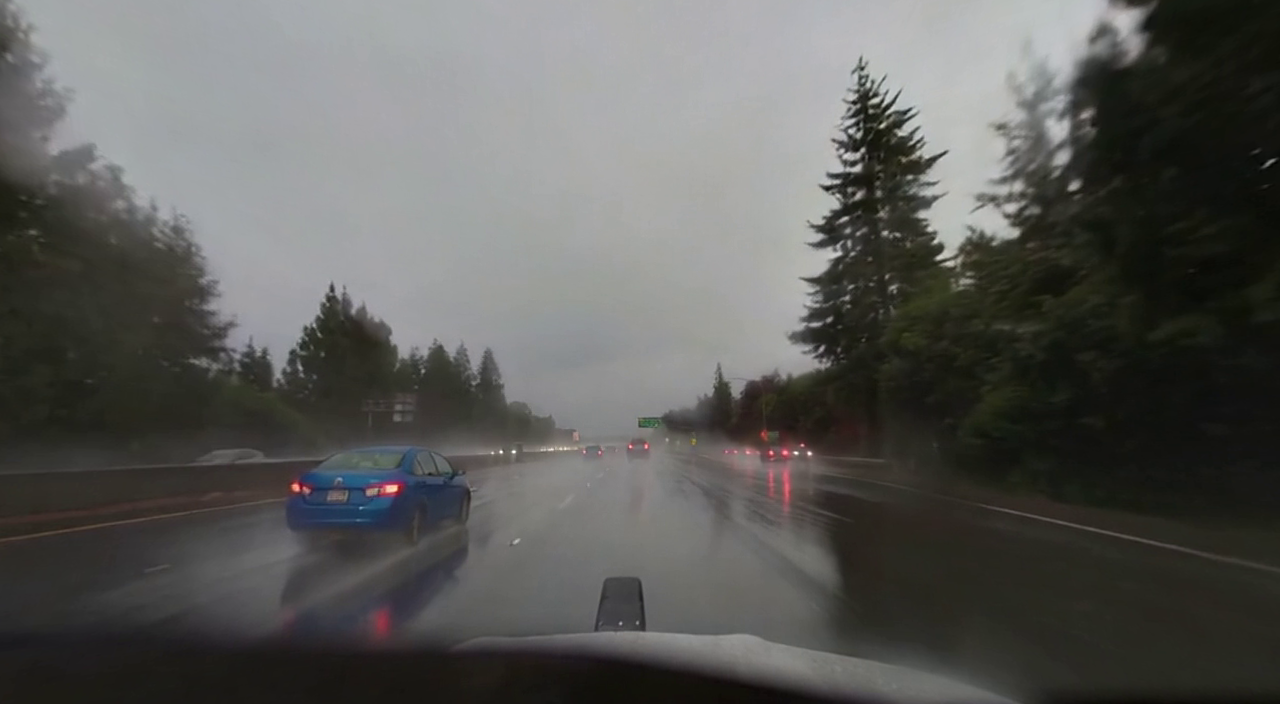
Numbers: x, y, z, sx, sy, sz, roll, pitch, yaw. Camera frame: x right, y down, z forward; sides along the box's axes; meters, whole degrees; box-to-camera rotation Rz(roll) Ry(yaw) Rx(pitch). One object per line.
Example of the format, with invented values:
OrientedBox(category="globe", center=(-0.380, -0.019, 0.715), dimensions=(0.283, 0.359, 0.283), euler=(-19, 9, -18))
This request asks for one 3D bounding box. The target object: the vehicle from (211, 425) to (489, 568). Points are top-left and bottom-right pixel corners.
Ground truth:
OrientedBox(category="vehicle", center=(-3.691, 1.908, 9.072), dimensions=(2.020, 1.554, 4.137), euler=(0, -9, 0))

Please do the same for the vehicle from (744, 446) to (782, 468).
OrientedBox(category="vehicle", center=(8.859, 7.585, 45.906), dimensions=(1.940, 1.496, 4.992), euler=(-1, -9, 3))

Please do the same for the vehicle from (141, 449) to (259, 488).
OrientedBox(category="vehicle", center=(-17.644, 4.652, 25.587), dimensions=(1.875, 1.426, 3.961), euler=(0, -9, 0))

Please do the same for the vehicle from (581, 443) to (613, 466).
OrientedBox(category="vehicle", center=(-3.287, 7.903, 49.031), dimensions=(2.206, 1.683, 4.300), euler=(0, -9, 0))
